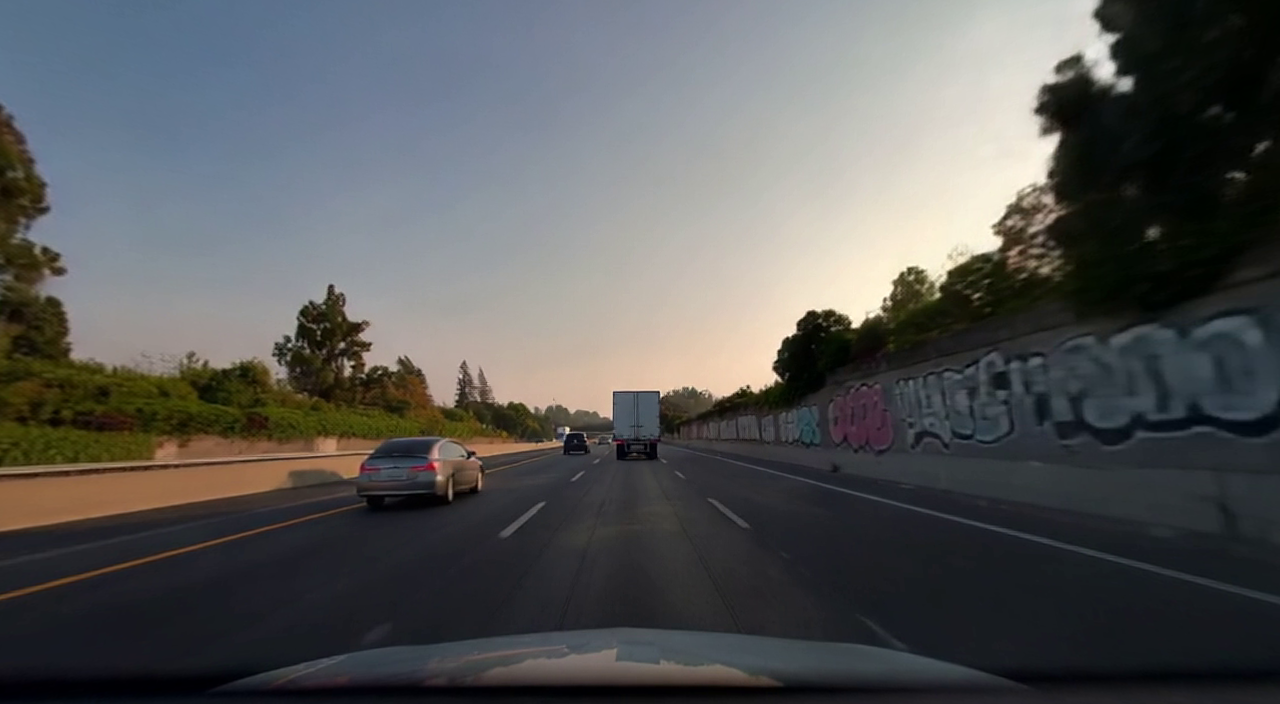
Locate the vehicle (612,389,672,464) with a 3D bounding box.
[{"bbox_3d":[-0.042,4.304,35.610,2.927,3.649,9.443,0,-8,-2],"label":"vehicle"}]

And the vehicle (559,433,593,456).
[{"bbox_3d":[-4.647,6.759,46.149,2.058,1.645,4.130,0,-8,0],"label":"vehicle"}]

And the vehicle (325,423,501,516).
[{"bbox_3d":[-4.308,2.279,12.844,1.948,1.526,4.525,0,-8,-1],"label":"vehicle"}]
